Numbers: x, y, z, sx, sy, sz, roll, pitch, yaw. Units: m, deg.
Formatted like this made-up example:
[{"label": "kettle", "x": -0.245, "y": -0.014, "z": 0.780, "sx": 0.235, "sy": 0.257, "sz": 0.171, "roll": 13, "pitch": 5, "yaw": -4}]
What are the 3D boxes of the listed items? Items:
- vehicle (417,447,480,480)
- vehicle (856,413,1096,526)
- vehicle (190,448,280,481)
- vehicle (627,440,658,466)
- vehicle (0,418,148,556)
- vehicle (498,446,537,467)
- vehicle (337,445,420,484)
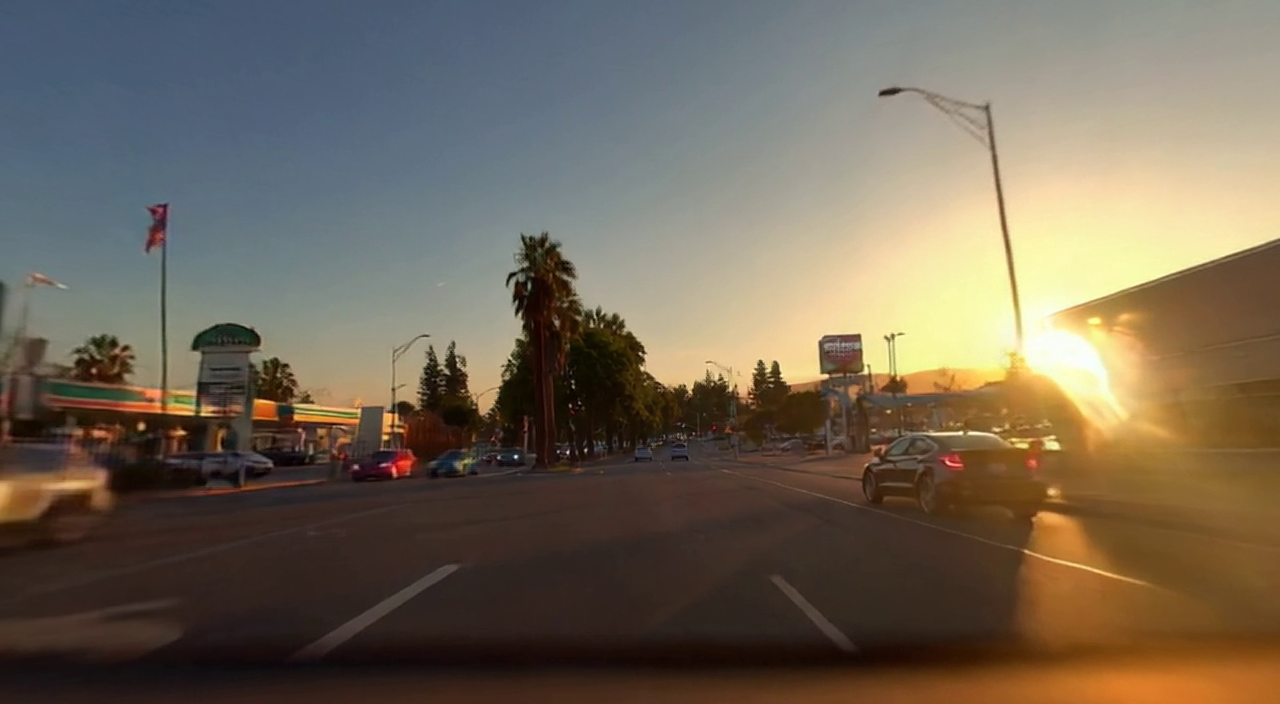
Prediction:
[{"label": "vehicle", "x": -9.104, "y": 5.311, "z": 30.421, "sx": 1.806, "sy": 1.444, "sz": 3.606, "roll": -1, "pitch": -9, "yaw": 2}, {"label": "vehicle", "x": 6.307, "y": 2.277, "z": 12.784, "sx": 2.066, "sy": 1.807, "sz": 4.893, "roll": 0, "pitch": -9, "yaw": -1}, {"label": "vehicle", "x": -22.999, "y": 6.370, "z": 36.200, "sx": 1.992, "sy": 1.763, "sz": 4.726, "roll": 0, "pitch": -9, "yaw": 0}, {"label": "vehicle", "x": 0.203, "y": 7.376, "z": 46.215, "sx": 2.177, "sy": 1.754, "sz": 3.815, "roll": 0, "pitch": -9, "yaw": 0}, {"label": "vehicle", "x": -9.390, "y": 1.757, "z": 8.147, "sx": 2.042, "sy": 1.782, "sz": 4.919, "roll": -1, "pitch": -9, "yaw": 1}, {"label": "vehicle", "x": -9.167, "y": 7.864, "z": 47.674, "sx": 1.931, "sy": 1.479, "sz": 4.555, "roll": -1, "pitch": -9, "yaw": 2}, {"label": "vehicle", "x": -12.541, "y": 5.380, "z": 30.686, "sx": 2.082, "sy": 1.720, "sz": 4.316, "roll": -1, "pitch": -9, "yaw": 1}]
